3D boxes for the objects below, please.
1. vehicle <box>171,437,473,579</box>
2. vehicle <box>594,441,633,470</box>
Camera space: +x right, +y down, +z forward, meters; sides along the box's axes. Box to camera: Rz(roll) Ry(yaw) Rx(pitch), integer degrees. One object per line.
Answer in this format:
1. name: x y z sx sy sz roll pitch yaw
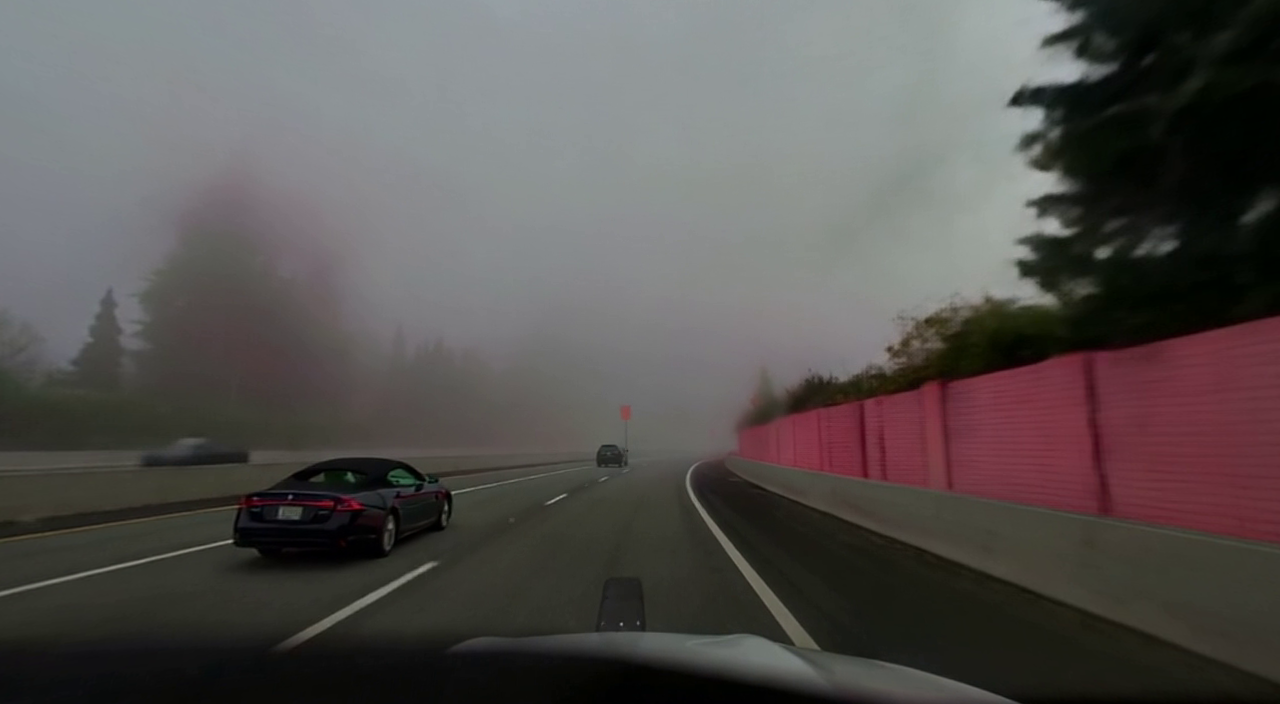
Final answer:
1. vehicle: -3.801 1.924 8.595 1.746 1.405 4.339 -1 -9 2
2. vehicle: -1.597 6.378 38.927 1.833 1.697 3.984 -1 -9 6
